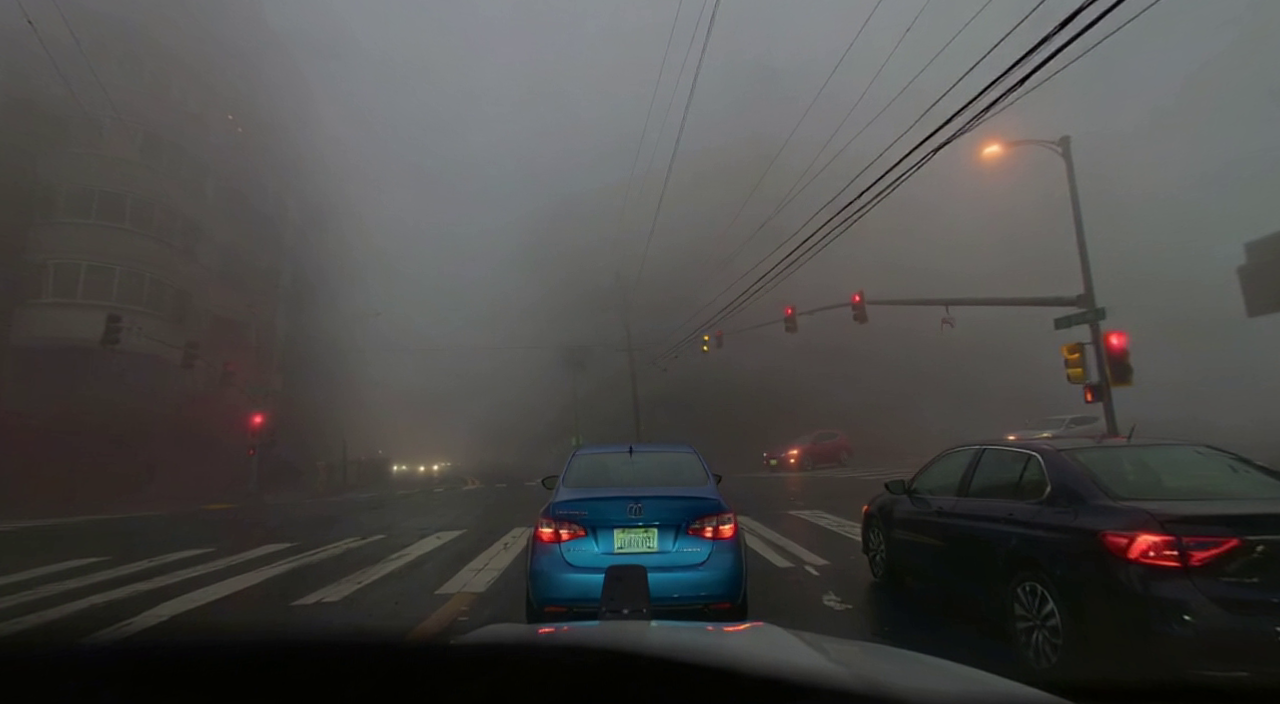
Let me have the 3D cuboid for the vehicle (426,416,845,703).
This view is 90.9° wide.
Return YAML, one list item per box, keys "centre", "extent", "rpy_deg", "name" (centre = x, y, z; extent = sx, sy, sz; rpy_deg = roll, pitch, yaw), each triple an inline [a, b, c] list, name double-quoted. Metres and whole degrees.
- centre: [-0.064, 1.373, 5.266]
  extent: [2.094, 1.481, 4.078]
  rpy_deg: [0, -8, -1]
  name: "vehicle"

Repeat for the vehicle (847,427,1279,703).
- centre: [3.353, 1.387, 5.116]
  extent: [1.860, 1.430, 4.089]
  rpy_deg: [0, -8, -1]
  name: "vehicle"
